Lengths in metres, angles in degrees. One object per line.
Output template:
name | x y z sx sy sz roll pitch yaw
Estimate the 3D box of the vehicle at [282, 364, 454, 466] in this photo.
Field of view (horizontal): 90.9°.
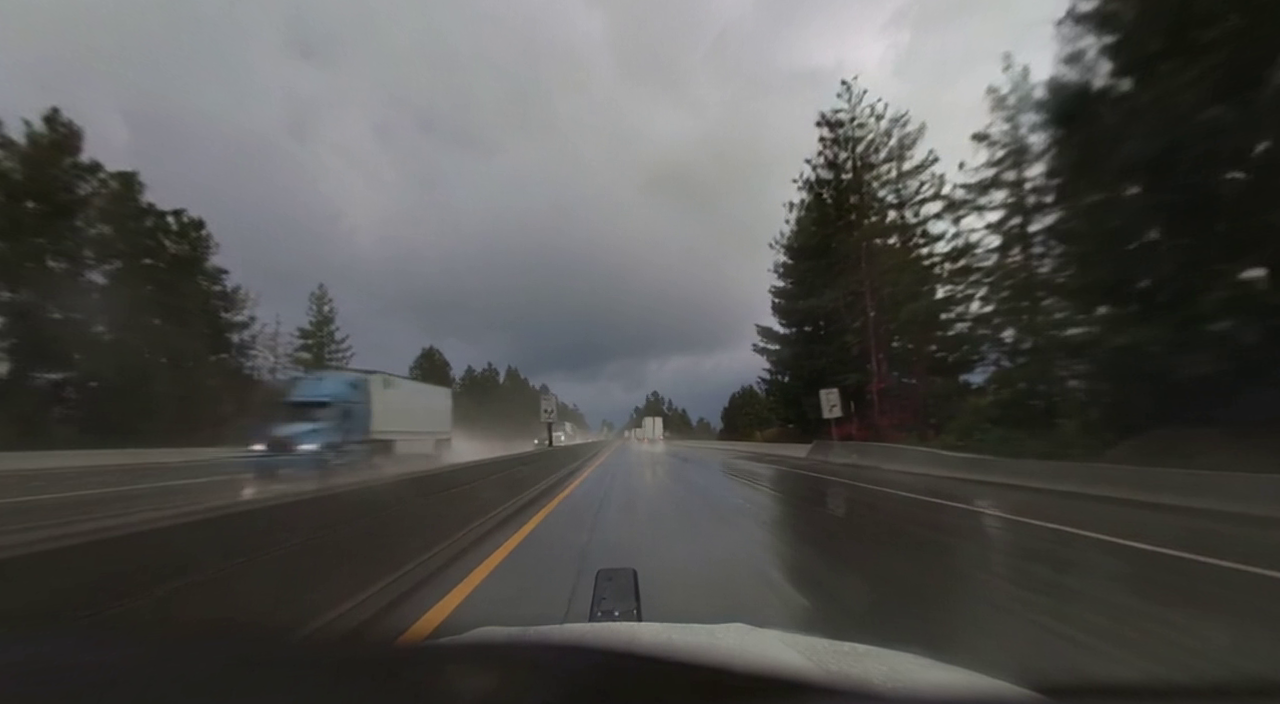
vehicle | -13.136 3.504 32.814 2.913 4.132 14.438 0 -8 -1
